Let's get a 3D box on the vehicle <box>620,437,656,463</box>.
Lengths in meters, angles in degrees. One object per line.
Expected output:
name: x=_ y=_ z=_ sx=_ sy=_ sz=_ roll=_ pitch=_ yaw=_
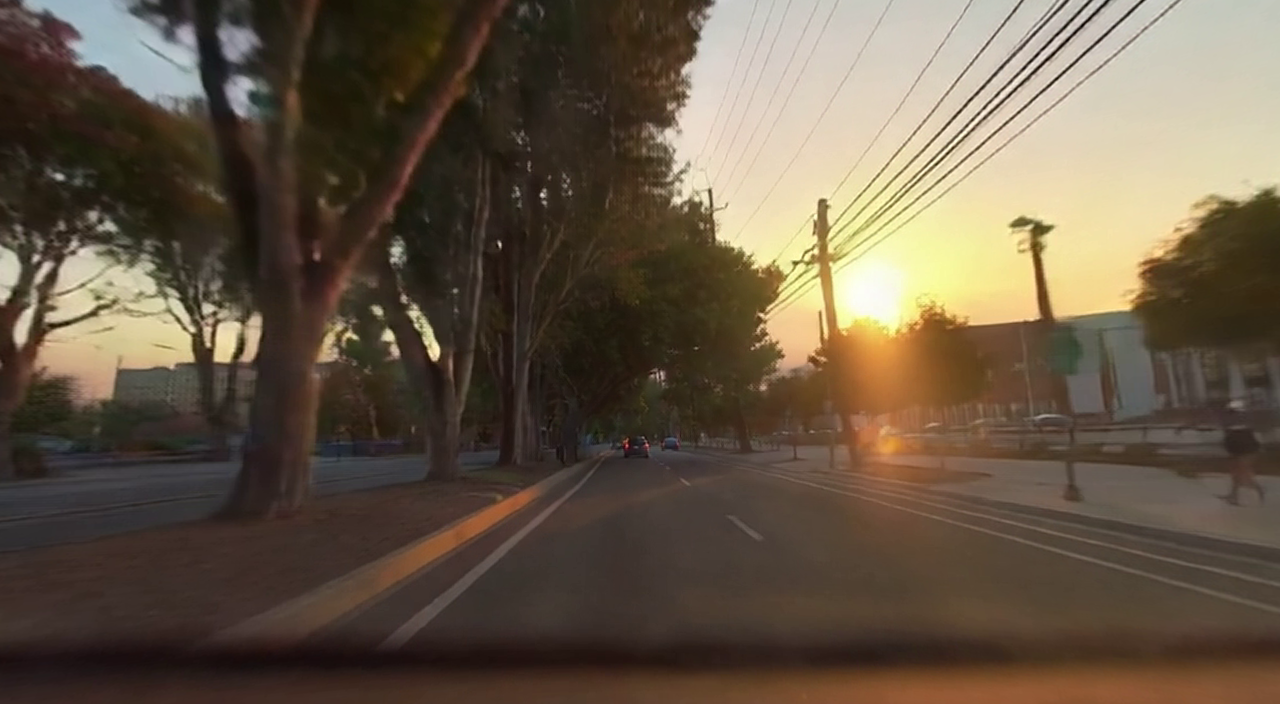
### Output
vehicle: x=-0.190 y=6.043 z=39.325 sx=2.109 sy=1.501 sz=4.042 roll=0 pitch=-8 yaw=-2
